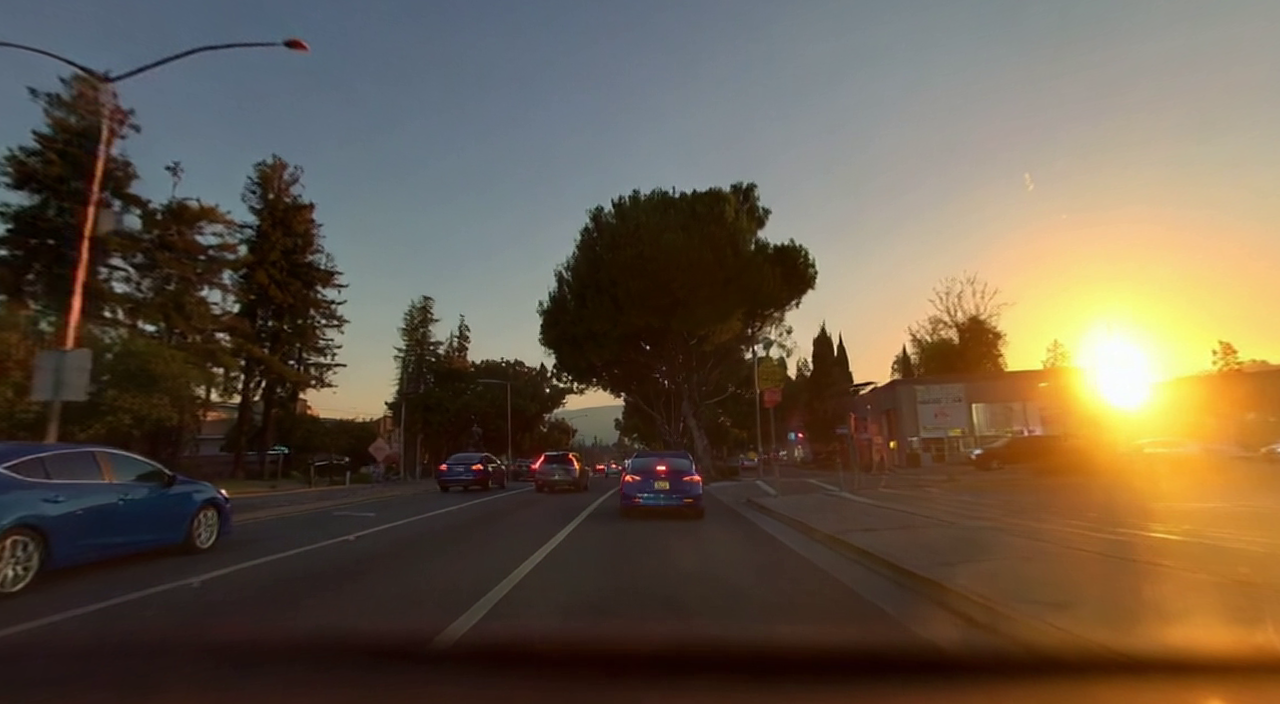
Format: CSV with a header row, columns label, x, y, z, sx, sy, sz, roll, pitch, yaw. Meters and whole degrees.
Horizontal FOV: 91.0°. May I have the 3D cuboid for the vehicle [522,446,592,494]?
label,x,y,z,sx,sy,sz,roll,pitch,yaw
vehicle,-3.221,4.668,25.332,2.055,1.725,4.732,0,-9,1

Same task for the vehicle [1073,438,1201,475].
label,x,y,z,sx,sy,sz,roll,pitch,yaw
vehicle,22.302,4.700,28.331,4.220,1.550,1.935,-9,-13,43

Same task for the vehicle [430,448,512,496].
label,x,y,z,sx,sy,sz,roll,pitch,yaw
vehicle,-6.827,4.862,25.981,2.032,1.767,4.549,0,-9,1

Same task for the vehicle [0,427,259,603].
label,x,y,z,sx,sy,sz,roll,pitch,yaw
vehicle,-7.062,1.826,7.766,1.968,1.657,4.230,0,-9,1

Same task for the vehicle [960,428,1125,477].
label,x,y,z,sx,sy,sz,roll,pitch,yaw
vehicle,18.066,4.518,28.524,5.852,1.962,2.323,-8,-11,41

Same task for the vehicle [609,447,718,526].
label,x,y,z,sx,sy,sz,roll,pitch,yaw
vehicle,0.488,2.889,14.111,2.091,1.494,3.962,0,-9,1
